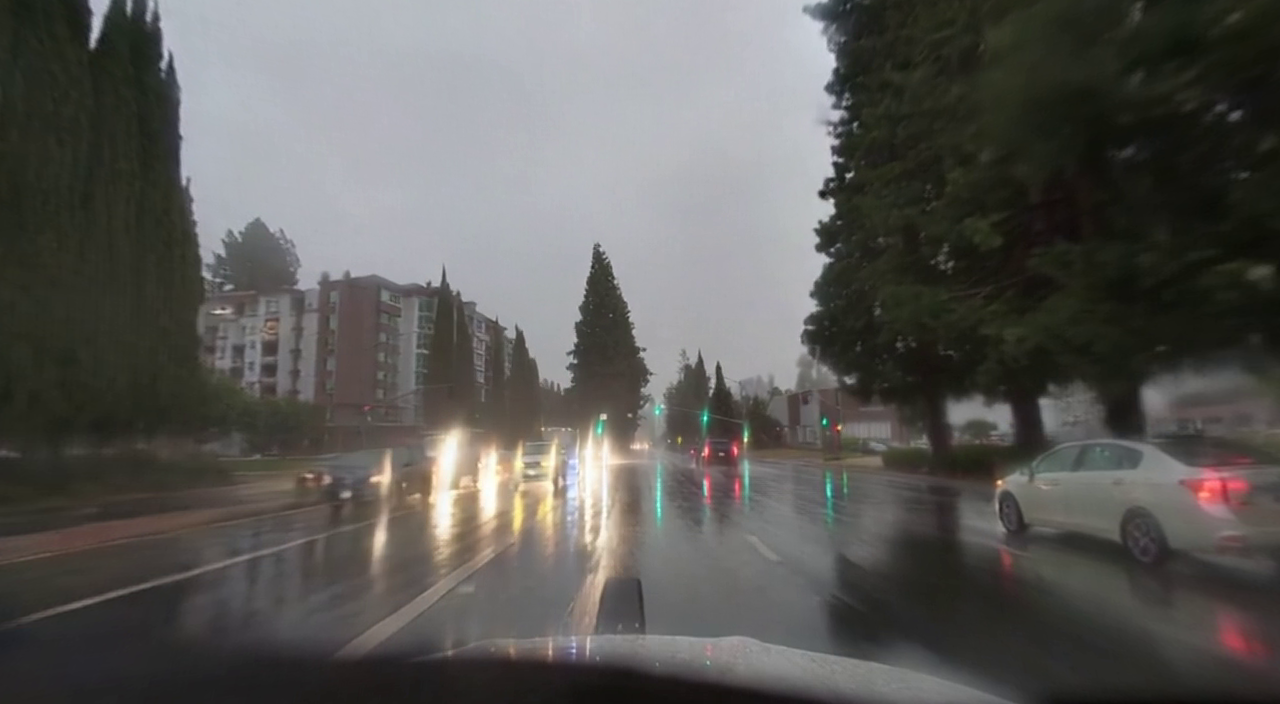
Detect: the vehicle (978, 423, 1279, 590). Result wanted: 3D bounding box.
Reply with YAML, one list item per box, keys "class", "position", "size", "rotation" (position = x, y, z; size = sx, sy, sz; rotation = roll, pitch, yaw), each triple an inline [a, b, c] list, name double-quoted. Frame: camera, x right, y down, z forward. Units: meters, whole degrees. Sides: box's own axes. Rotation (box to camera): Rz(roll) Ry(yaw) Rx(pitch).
- class: "vehicle"
  position: [6.735, 1.838, 8.420]
  size: [2.000, 1.618, 4.238]
  rotation: [0, -9, -1]

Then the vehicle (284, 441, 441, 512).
- class: "vehicle"
  position: [-6.617, 2.997, 15.702]
  size: [1.970, 1.483, 4.269]
  rotation: [0, -8, 0]

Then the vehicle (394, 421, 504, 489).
- class: "vehicle"
  position: [-6.705, 3.721, 23.092]
  size: [2.141, 2.111, 5.940]
  rotation: [-1, -9, 0]

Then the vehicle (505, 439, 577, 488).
- class: "vehicle"
  position: [-3.548, 4.085, 23.472]
  size: [1.948, 1.595, 4.256]
  rotation: [-1, -9, 0]

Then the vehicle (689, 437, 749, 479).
- class: "vehicle"
  position: [3.567, 4.869, 29.333]
  size: [2.095, 1.759, 4.862]
  rotation: [0, -9, -1]
